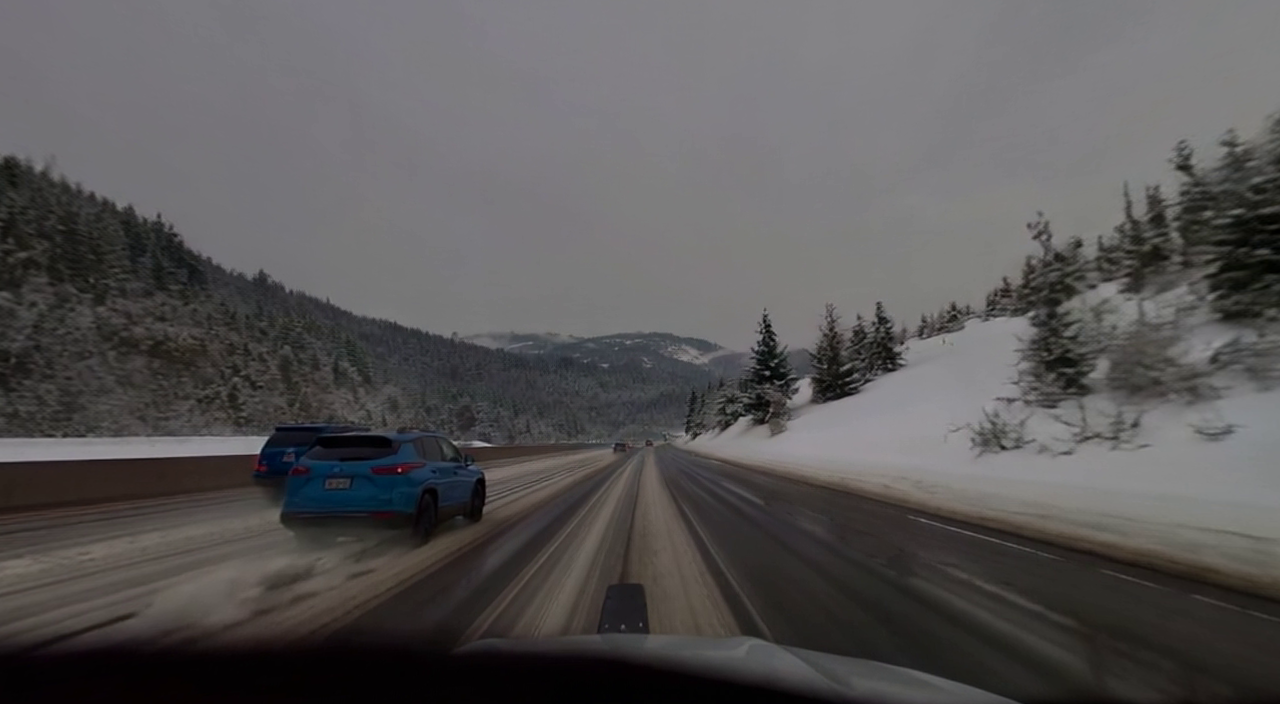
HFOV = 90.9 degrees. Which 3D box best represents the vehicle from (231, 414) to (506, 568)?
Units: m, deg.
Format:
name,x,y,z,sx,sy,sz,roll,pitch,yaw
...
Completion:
name,x,y,z,sx,sy,sz,roll,pitch,yaw
vehicle,-3.411,1.833,9.061,1.983,1.663,4.290,0,-9,1
